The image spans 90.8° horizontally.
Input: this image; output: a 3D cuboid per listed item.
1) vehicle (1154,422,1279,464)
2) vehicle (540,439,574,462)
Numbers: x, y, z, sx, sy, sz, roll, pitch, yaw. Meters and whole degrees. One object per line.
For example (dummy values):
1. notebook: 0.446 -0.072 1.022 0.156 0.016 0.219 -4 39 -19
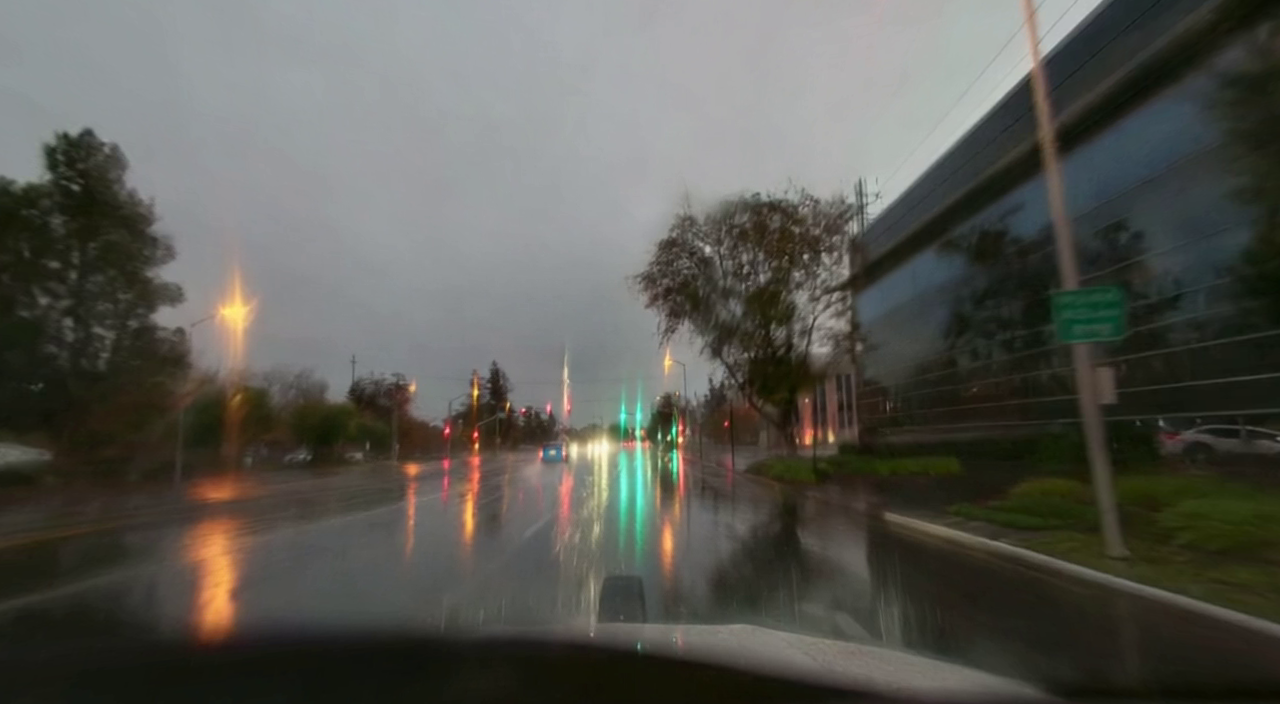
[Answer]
1. vehicle: 22.625 3.487 24.171 1.847 1.438 4.601 0 -8 -3
2. vehicle: -6.475 7.705 49.616 2.052 1.662 4.299 0 -8 0
